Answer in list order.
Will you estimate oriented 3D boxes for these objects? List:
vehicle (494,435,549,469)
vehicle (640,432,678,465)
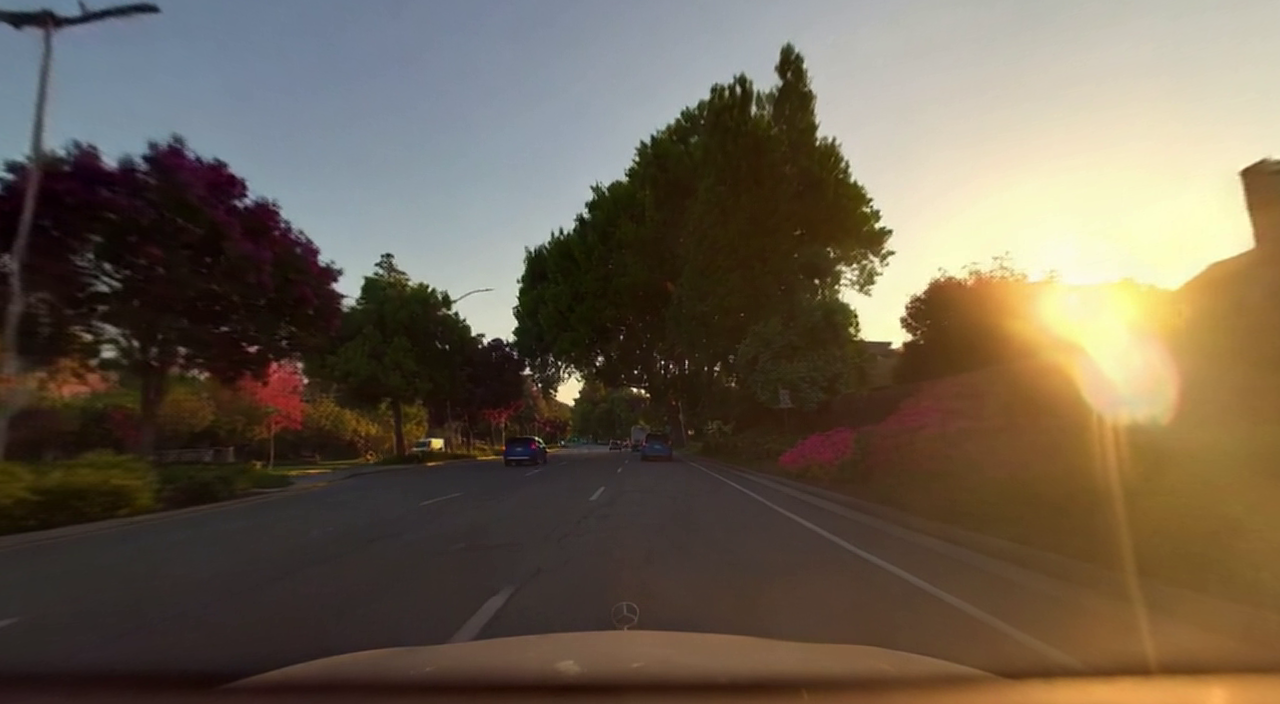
[{"bbox_3d":[-6.222,5.284,33.714,1.993,1.657,4.487,-1,-8,2],"label":"vehicle"},{"bbox_3d":[1.066,5.633,37.058,2.070,1.764,4.552,0,-8,1],"label":"vehicle"}]
